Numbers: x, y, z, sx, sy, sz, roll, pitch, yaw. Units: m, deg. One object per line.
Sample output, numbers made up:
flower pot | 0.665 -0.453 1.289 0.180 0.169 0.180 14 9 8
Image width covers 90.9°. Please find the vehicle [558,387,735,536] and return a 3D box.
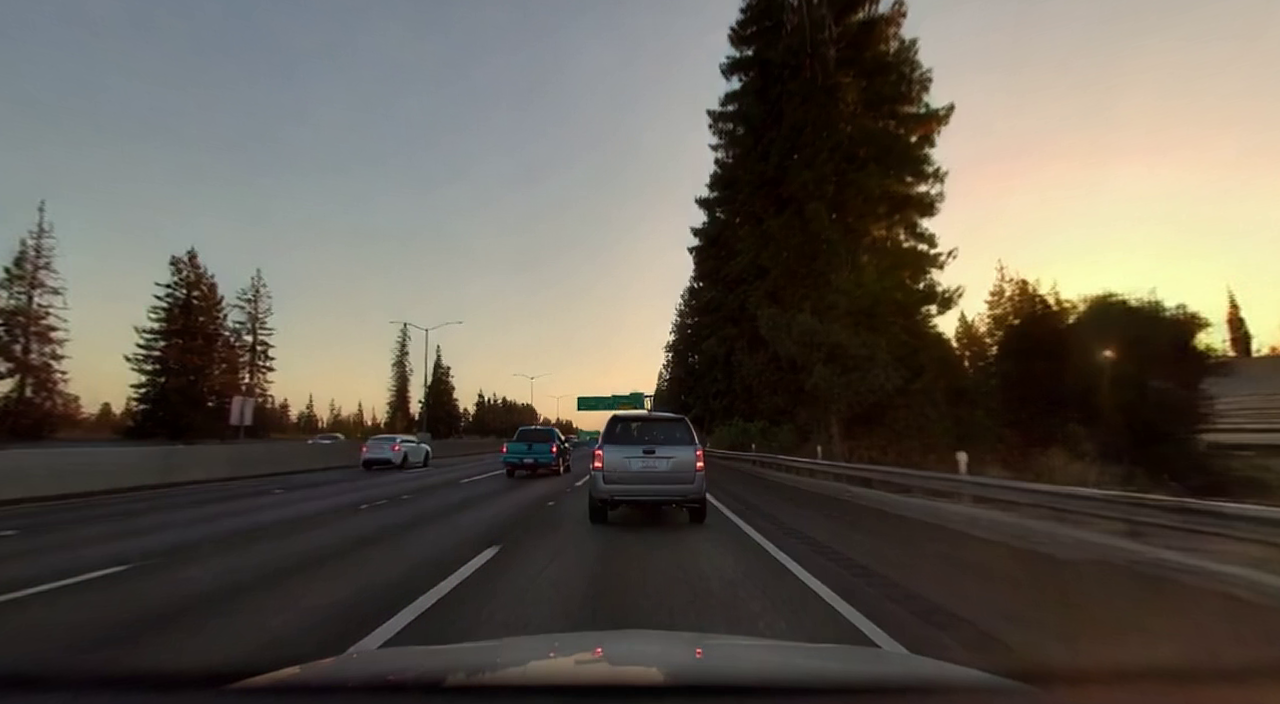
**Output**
vehicle | 0.094 1.832 11.025 2.395 2.013 4.734 0 -8 0

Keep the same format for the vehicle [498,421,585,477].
vehicle | -3.779 3.887 25.388 2.486 1.962 5.525 0 -8 1

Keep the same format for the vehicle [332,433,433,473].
vehicle | -10.303 4.085 25.684 2.002 1.484 4.798 0 -8 1
